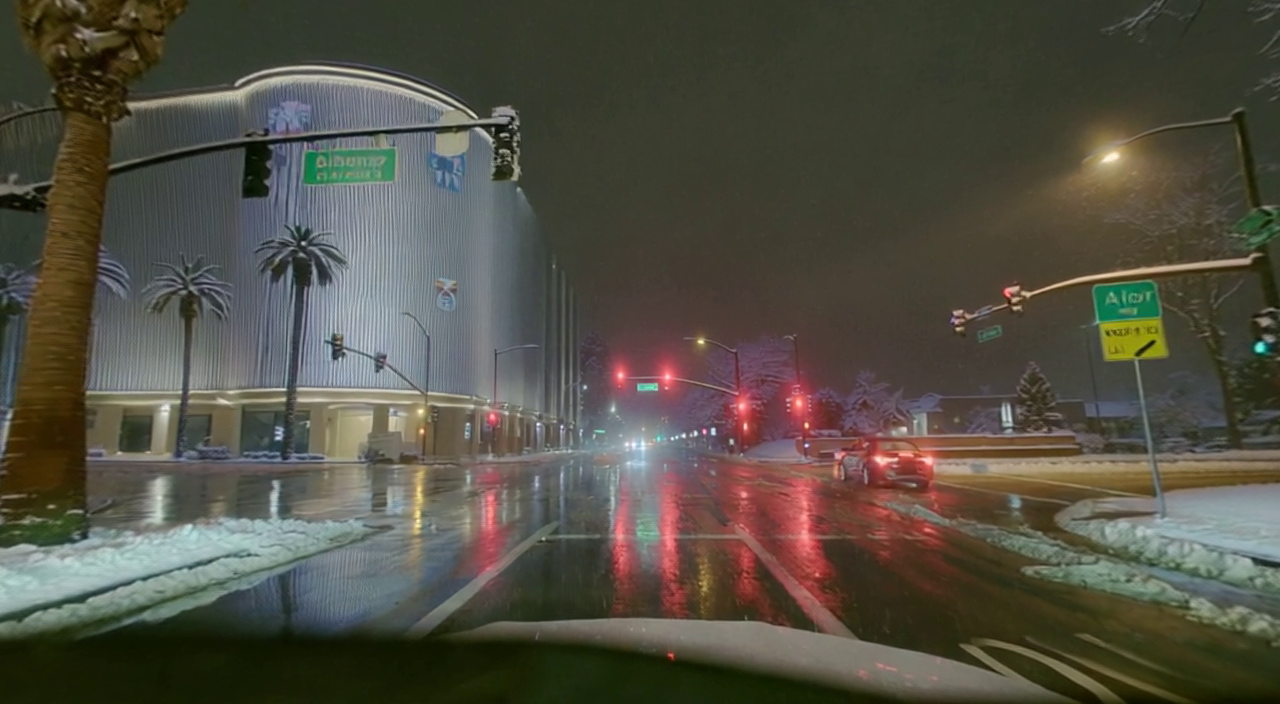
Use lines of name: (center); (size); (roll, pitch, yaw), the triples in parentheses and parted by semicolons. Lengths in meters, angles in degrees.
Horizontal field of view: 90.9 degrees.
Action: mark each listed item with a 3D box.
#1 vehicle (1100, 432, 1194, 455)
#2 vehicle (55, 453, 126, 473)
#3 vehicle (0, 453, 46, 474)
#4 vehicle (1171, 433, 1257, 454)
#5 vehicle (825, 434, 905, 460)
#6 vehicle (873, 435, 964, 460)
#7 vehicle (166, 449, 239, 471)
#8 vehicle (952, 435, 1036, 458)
vehicle: (33.361, 6.023, 41.549); (4.567, 1.458, 1.791); (0, -8, 0)
vehicle: (-41.748, 8.416, 47.948); (3.698, 1.467, 1.779); (0, -8, 0)
vehicle: (-48.061, 8.490, 48.070); (3.786, 1.555, 1.702); (0, -8, 2)
vehicle: (42.097, 6.733, 46.263); (4.437, 1.469, 1.811); (0, -8, 0)
vehicle: (14.999, 6.382, 42.193); (4.648, 1.665, 1.910); (0, -8, -1)
vehicle: (16.907, 5.797, 38.441); (4.684, 1.461, 1.777); (0, -8, -1)
vehicle: (-33.244, 8.194, 47.938); (4.136, 1.661, 1.857); (0, -8, 0)
vehicle: (23.506, 6.292, 41.952); (4.423, 1.465, 1.798); (0, -8, 0)
